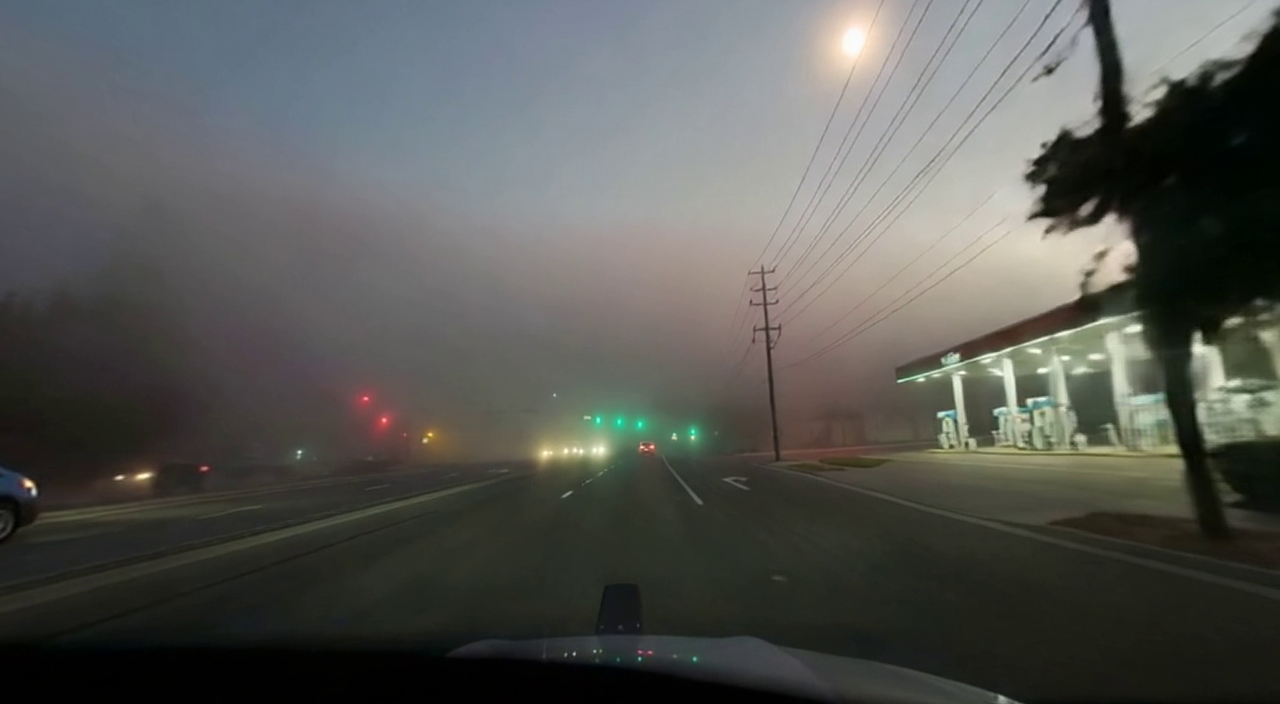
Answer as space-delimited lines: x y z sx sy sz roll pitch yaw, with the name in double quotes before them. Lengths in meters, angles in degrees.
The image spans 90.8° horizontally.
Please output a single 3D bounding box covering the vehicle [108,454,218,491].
"vehicle" -24.563 6.178 32.777 2.210 1.716 4.539 0 -9 -1
